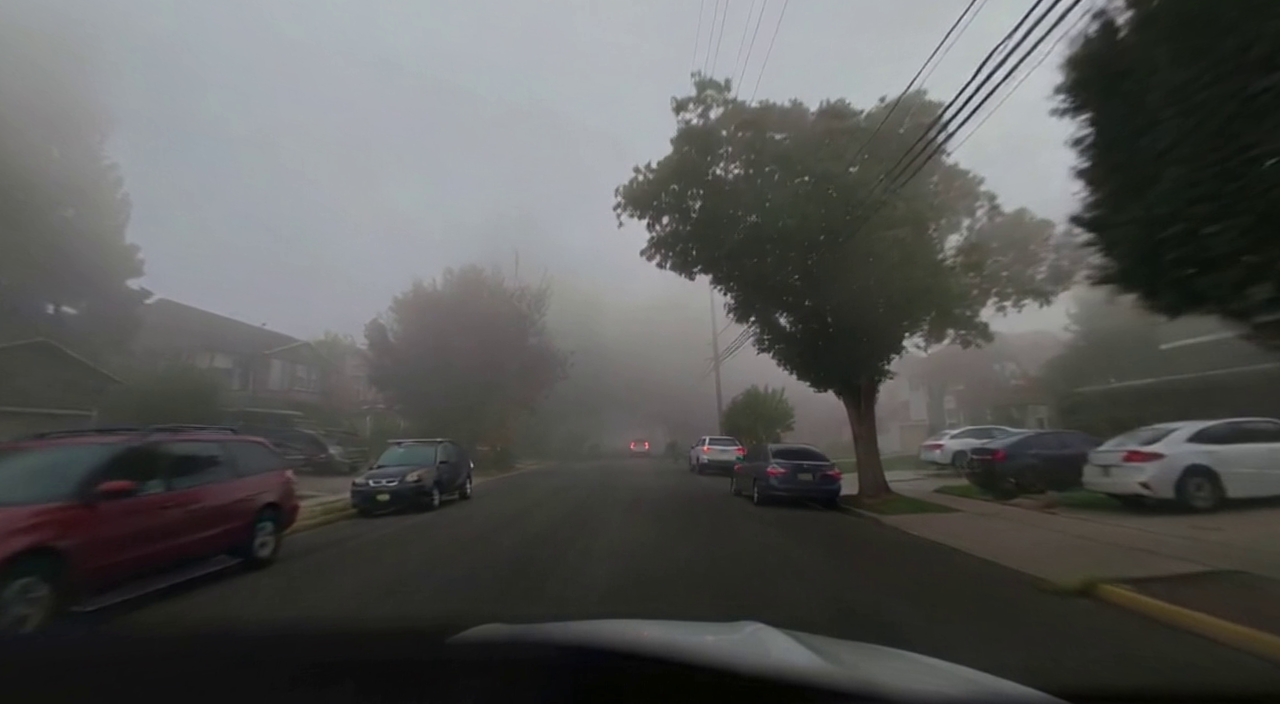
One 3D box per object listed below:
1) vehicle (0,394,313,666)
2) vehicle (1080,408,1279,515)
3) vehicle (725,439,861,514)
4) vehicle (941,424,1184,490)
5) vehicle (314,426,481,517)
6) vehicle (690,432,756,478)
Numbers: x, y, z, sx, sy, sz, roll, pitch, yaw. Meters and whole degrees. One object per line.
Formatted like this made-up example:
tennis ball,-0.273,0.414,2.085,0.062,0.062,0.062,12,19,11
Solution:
vehicle,-5.341,1.333,5.633,2.275,1.781,4.682,0,-7,1
vehicle,11.420,1.928,11.814,4.776,1.602,1.968,-4,-7,0
vehicle,3.415,2.879,15.197,2.008,1.482,4.891,0,-8,-1
vehicle,10.743,2.700,16.391,4.739,1.576,2.086,0,-9,1
vehicle,-5.203,2.629,14.304,2.103,1.731,4.197,0,-9,0
vehicle,3.563,4.577,28.295,2.280,1.820,5.001,0,-8,0
